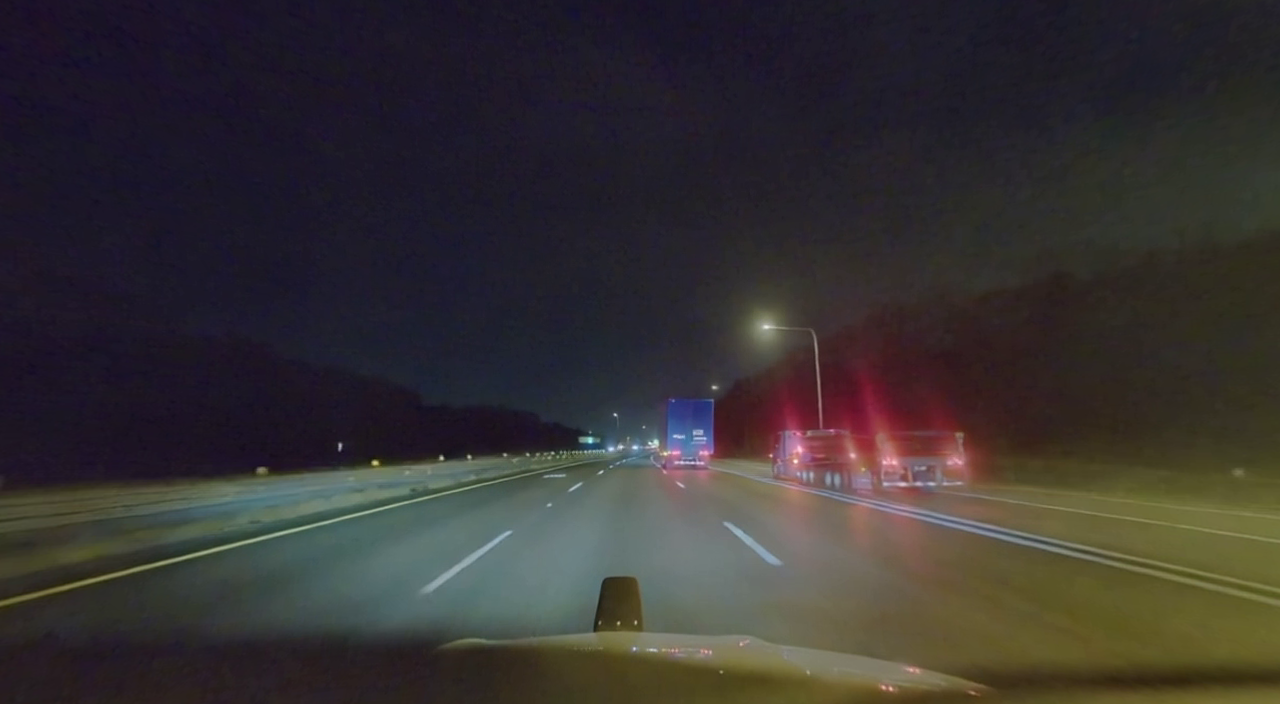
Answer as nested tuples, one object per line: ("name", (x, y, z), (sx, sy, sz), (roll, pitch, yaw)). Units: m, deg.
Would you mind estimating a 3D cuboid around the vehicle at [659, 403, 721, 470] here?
("vehicle", (3.243, 6.241, 45.429), (3.244, 4.020, 14.561), (0, -9, 0))
